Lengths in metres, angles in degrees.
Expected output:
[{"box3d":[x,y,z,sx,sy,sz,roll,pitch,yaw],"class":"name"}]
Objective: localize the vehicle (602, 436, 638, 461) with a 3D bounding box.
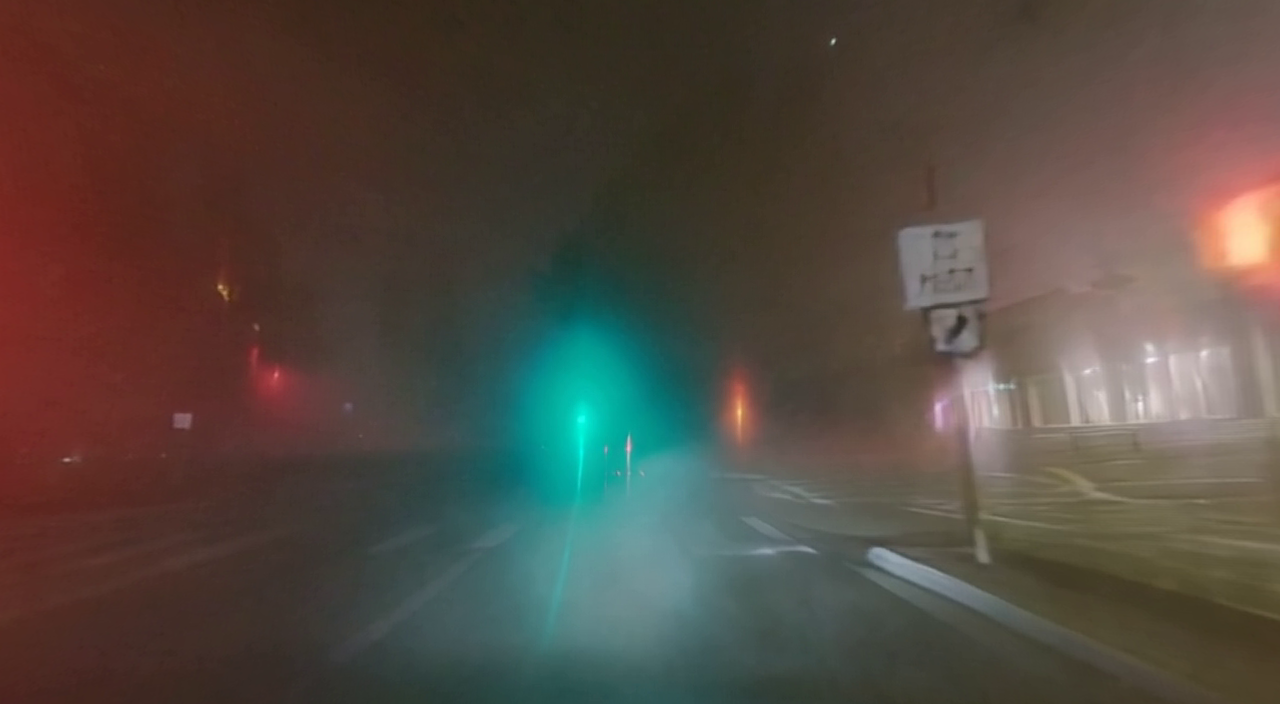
[{"box3d":[-1.228,5.909,39.001,2.131,1.474,4.146,0,-8,-2],"class":"vehicle"}]
